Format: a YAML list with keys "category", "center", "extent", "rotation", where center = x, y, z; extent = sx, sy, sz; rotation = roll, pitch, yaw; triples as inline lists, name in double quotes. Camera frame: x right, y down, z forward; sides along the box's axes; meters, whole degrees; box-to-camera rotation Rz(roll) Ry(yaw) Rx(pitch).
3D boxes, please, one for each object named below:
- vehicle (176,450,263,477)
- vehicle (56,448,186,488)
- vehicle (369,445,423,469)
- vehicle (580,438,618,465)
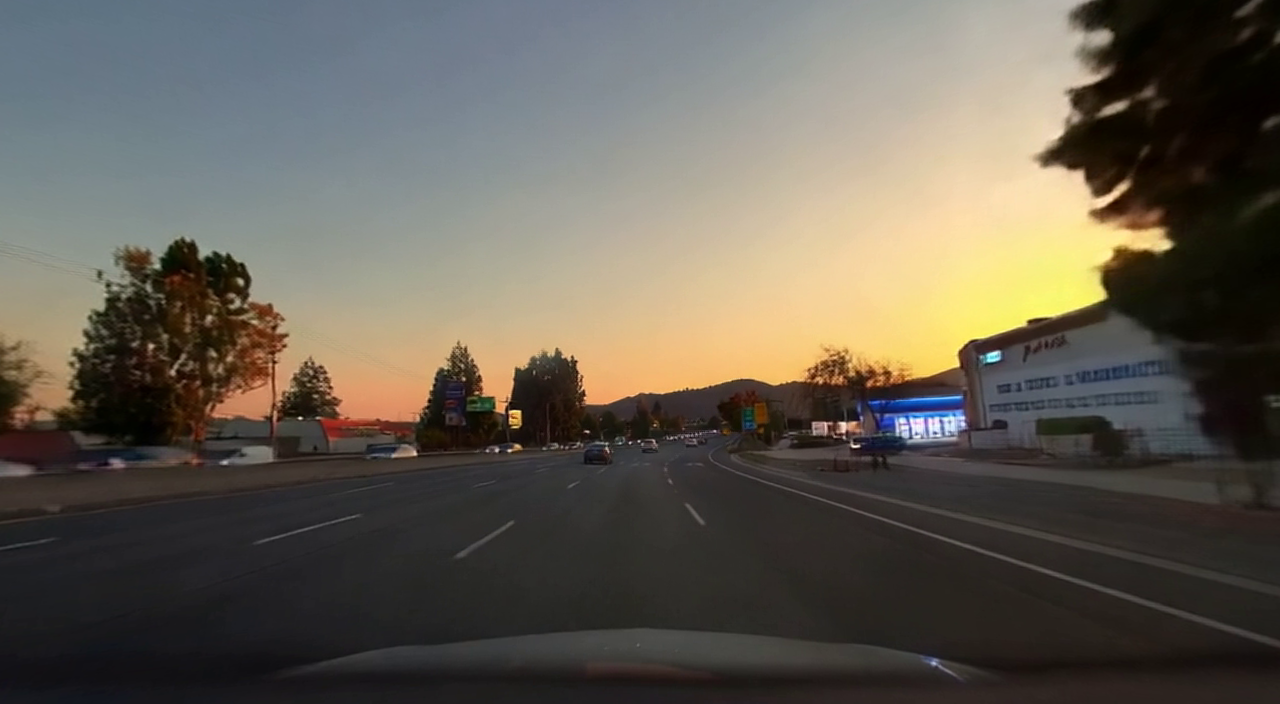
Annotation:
- category: "vehicle"
  center: [-29.122, 7.690, 44.000]
  extent: [2.016, 1.734, 5.503]
  rotation: [-1, -9, 3]
- category: "vehicle"
  center: [-25.529, 5.687, 31.375]
  extent: [2.032, 1.773, 5.009]
  rotation: [-1, -9, 2]
- category: "vehicle"
  center: [-17.706, 7.638, 46.116]
  extent: [1.958, 1.678, 4.390]
  rotation: [-1, -9, 4]
- category: "vehicle"
  center: [-2.738, 6.803, 43.334]
  extent: [2.139, 1.782, 4.079]
  rotation: [-1, -9, 3]
